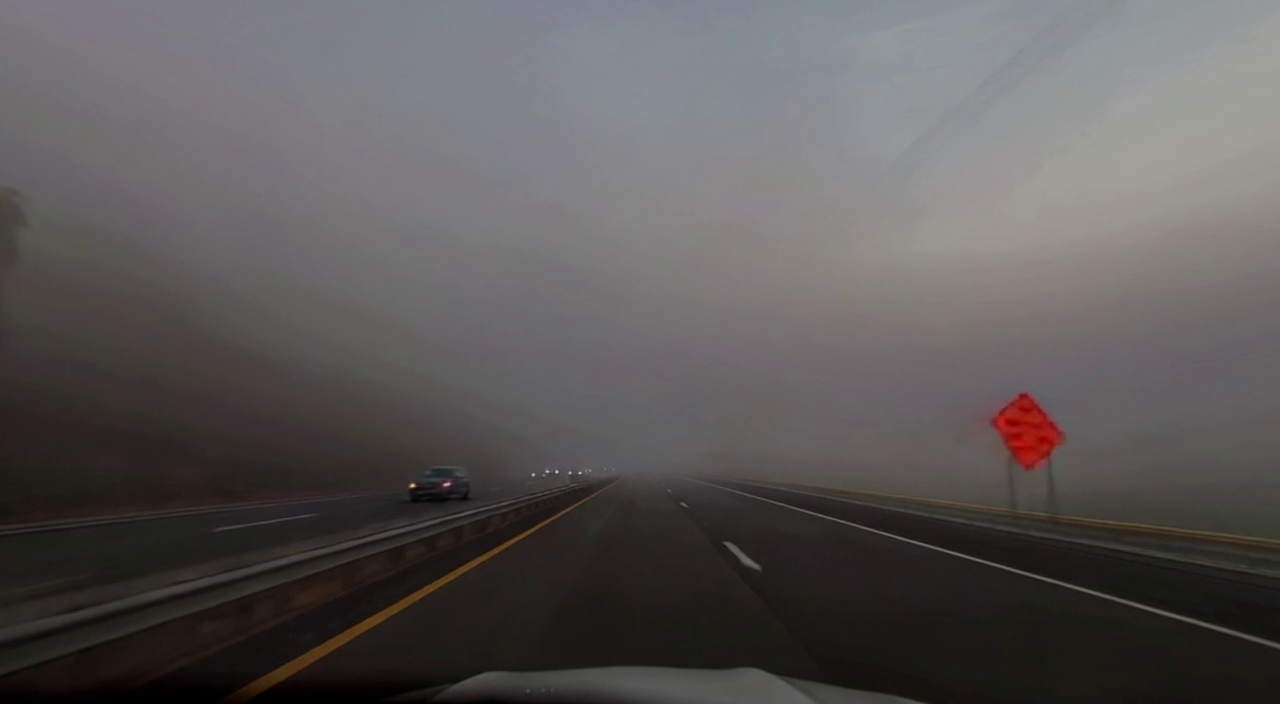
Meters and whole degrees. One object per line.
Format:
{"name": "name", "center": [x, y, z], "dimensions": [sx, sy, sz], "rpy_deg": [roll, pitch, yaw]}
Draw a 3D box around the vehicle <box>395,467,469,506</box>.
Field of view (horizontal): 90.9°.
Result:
{"name": "vehicle", "center": [-9.716, 6.303, 29.841], "dimensions": [2.021, 1.630, 4.251], "rpy_deg": [1, -10, 0]}
